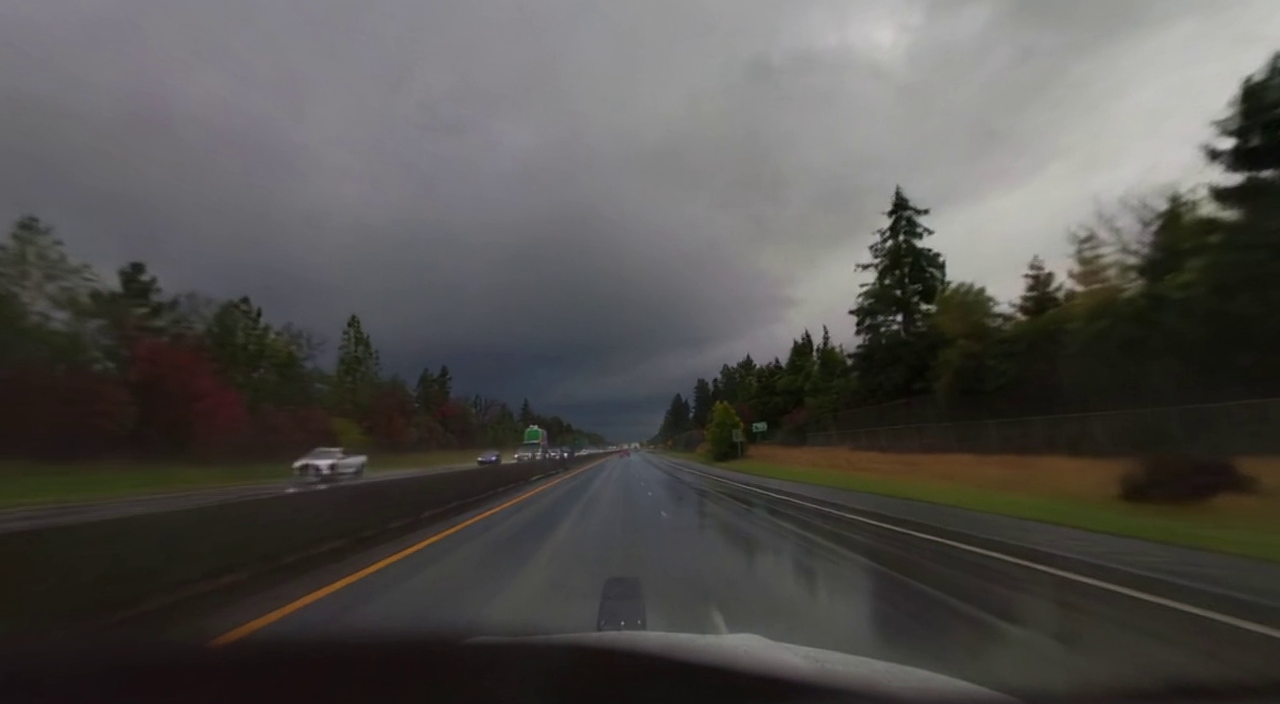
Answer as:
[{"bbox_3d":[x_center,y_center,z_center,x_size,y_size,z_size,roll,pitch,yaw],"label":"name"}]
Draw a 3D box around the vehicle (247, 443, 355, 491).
[{"bbox_3d":[-14.859,5.047,28.032,2.081,1.911,5.017,0,-9,-1],"label":"vehicle"}]
